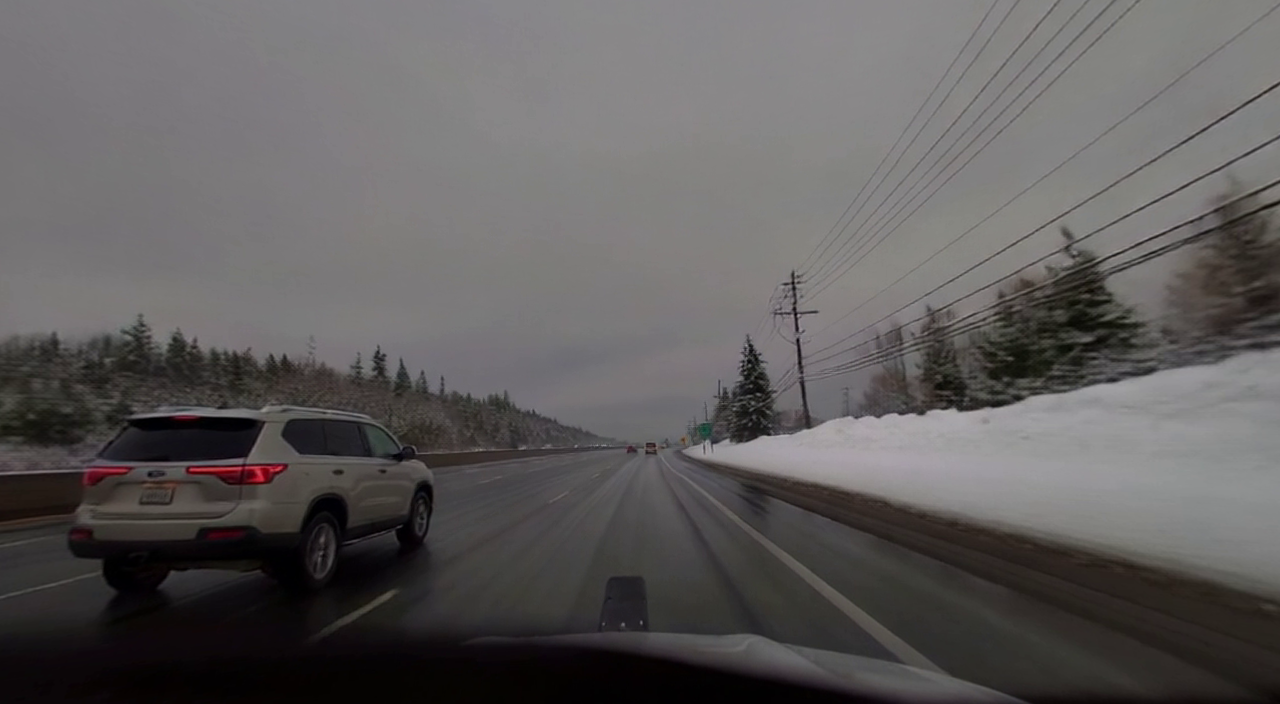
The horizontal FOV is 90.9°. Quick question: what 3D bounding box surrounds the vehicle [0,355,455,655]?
[{"bbox_3d":[-3.865,1.375,6.765,2.136,1.975,5.037,0,-8,1],"label":"vehicle"}]
